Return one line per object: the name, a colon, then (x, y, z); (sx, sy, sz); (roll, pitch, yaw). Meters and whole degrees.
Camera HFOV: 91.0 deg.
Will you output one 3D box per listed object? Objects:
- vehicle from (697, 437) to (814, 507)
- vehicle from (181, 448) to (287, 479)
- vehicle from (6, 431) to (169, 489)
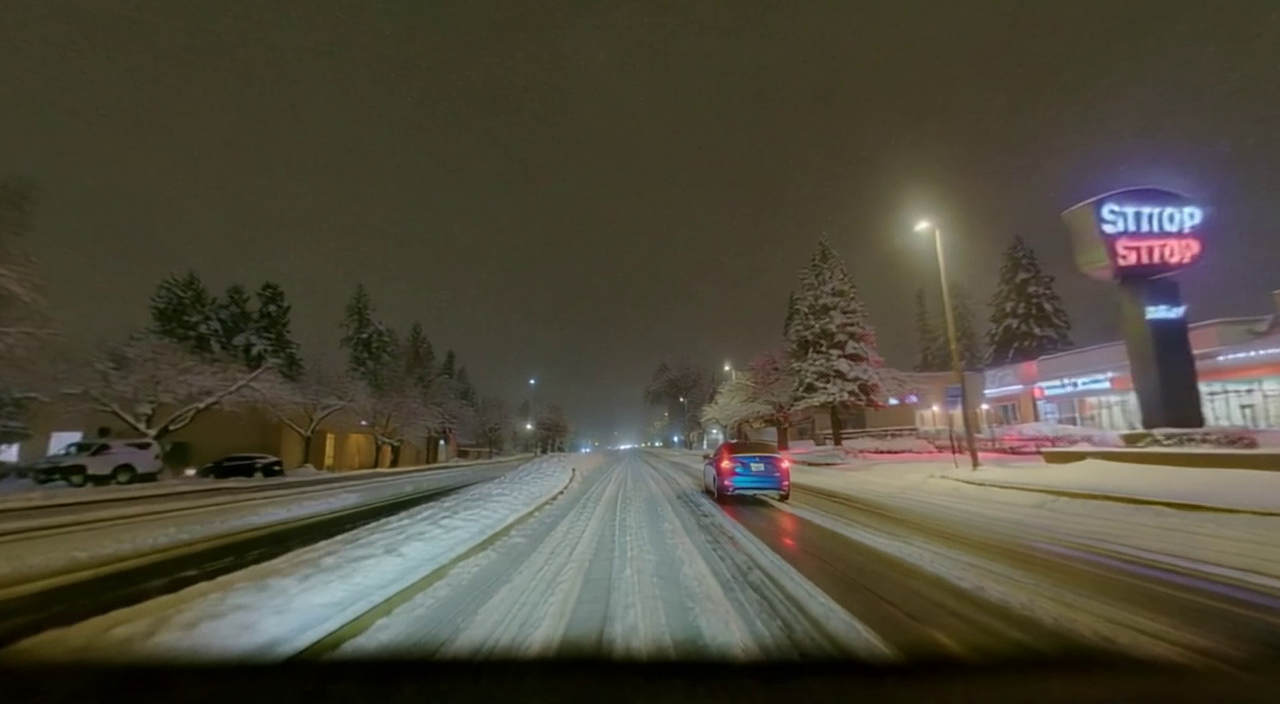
vehicle: (2.678, 2.917, 15.778); (2.015, 1.479, 4.444); (0, -9, -1)
vehicle: (-28.648, 7.864, 44.632); (6.011, 2.042, 2.375); (5, -10, -31)
vehicle: (-28.192, 5.505, 32.484); (5.802, 2.743, 2.245); (5, -10, -32)
